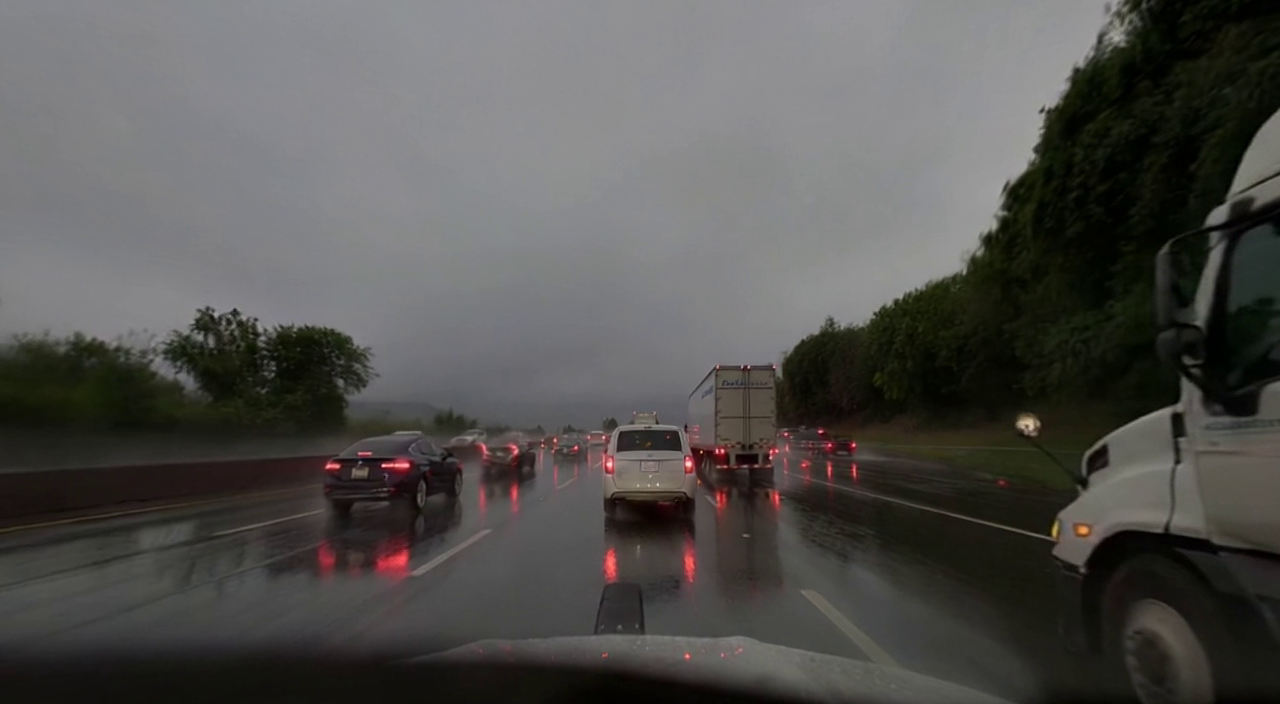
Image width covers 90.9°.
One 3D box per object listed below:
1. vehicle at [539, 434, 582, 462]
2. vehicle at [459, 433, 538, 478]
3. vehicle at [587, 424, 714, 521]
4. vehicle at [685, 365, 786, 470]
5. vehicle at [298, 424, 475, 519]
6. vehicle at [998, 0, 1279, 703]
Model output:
[{"bbox_3d":[-4.562,5.577,36.868,1.887,1.493,4.411,0,-8,1],"label":"vehicle"},{"bbox_3d":[-4.979,3.676,22.743,1.880,1.458,3.978,0,-8,1],"label":"vehicle"},{"bbox_3d":[0.152,2.122,11.654,1.973,1.505,3.568,0,-8,0],"label":"vehicle"},{"bbox_3d":[4.230,3.503,31.766,2.892,4.101,14.252,0,-8,0],"label":"vehicle"},{"bbox_3d":[-4.602,2.190,12.105,1.821,1.514,3.677,0,-8,1],"label":"vehicle"},{"bbox_3d":[3.954,-0.186,1.082,2.982,3.860,6.011,0,-8,0],"label":"vehicle"}]
